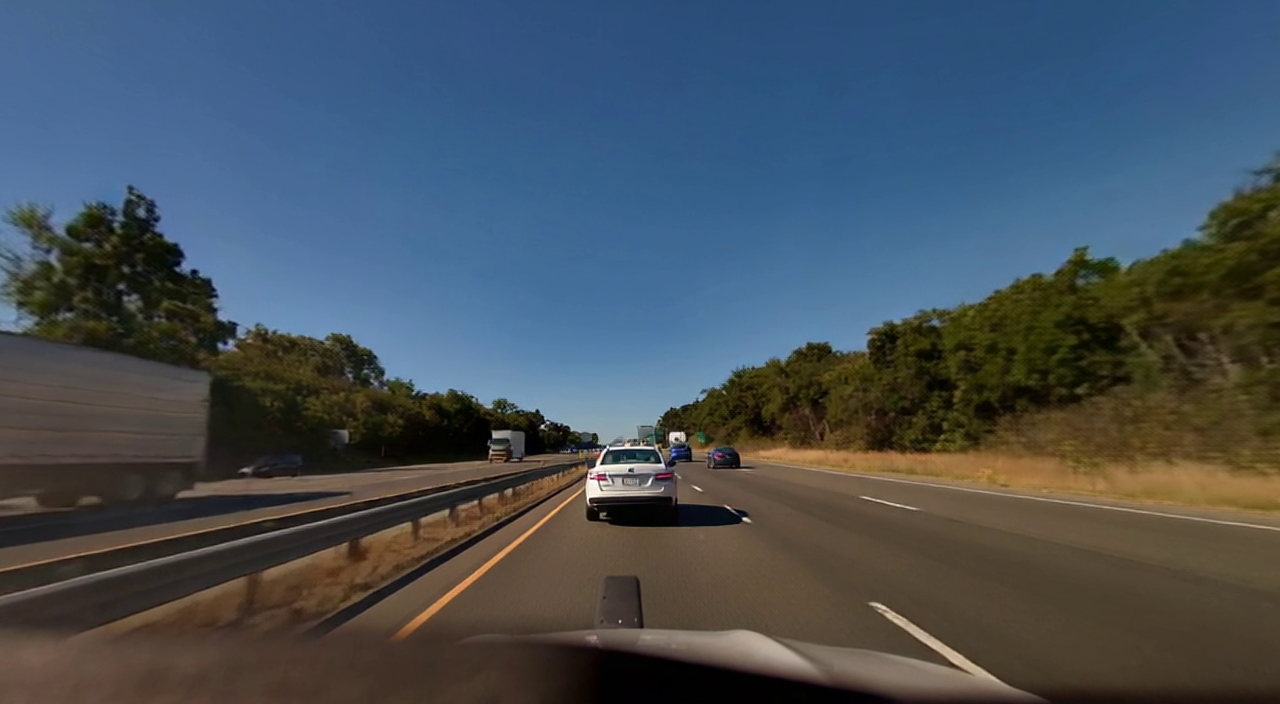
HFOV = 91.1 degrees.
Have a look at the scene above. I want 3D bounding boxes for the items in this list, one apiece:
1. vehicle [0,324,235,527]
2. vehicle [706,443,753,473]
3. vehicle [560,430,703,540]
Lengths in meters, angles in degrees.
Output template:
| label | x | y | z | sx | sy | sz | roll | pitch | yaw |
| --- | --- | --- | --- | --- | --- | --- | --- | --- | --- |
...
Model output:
| label | x | y | z | sx | sy | sz | roll | pitch | yaw |
| --- | --- | --- | --- | --- | --- | --- | --- | --- | --- |
| vehicle | -13.663 | 1.476 | 12.438 | 2.747 | 3.857 | 13.057 | 0 | -9 | -1 |
| vehicle | 4.787 | 5.763 | 34.304 | 1.931 | 1.516 | 3.995 | 0 | -9 | 0 |
| vehicle | -0.156 | 2.229 | 11.106 | 2.088 | 1.580 | 3.657 | 0 | -9 | -1 |
